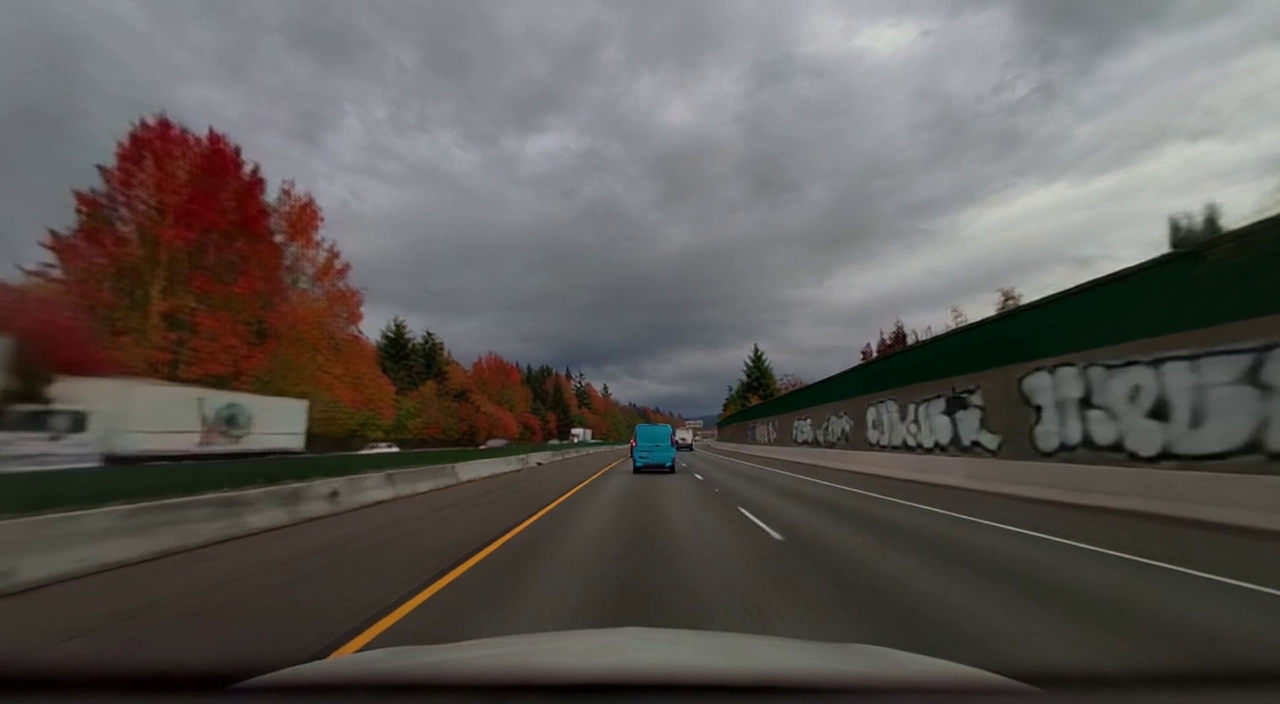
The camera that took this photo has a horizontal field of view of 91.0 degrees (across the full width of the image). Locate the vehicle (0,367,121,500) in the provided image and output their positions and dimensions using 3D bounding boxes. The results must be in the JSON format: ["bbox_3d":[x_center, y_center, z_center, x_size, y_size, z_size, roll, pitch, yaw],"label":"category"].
[{"bbox_3d":[-21.032,2.718,20.939,2.894,4.043,4.966,1,-8,1],"label":"vehicle"}]

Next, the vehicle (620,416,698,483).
[{"bbox_3d":[0.544,3.174,20.618,2.283,1.956,4.421,0,-8,0],"label":"vehicle"}]

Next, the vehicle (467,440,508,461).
[{"bbox_3d":[-11.966,7.744,49.620,1.956,1.510,4.329,0,-8,2],"label":"vehicle"}]

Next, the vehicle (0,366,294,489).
[{"bbox_3d":[-21.014,3.515,28.064,2.948,4.094,14.078,0,-8,1],"label":"vehicle"}]

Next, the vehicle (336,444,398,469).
[{"bbox_3d":[-16.687,6.391,38.613,1.826,1.450,4.080,0,-8,2],"label":"vehicle"}]
